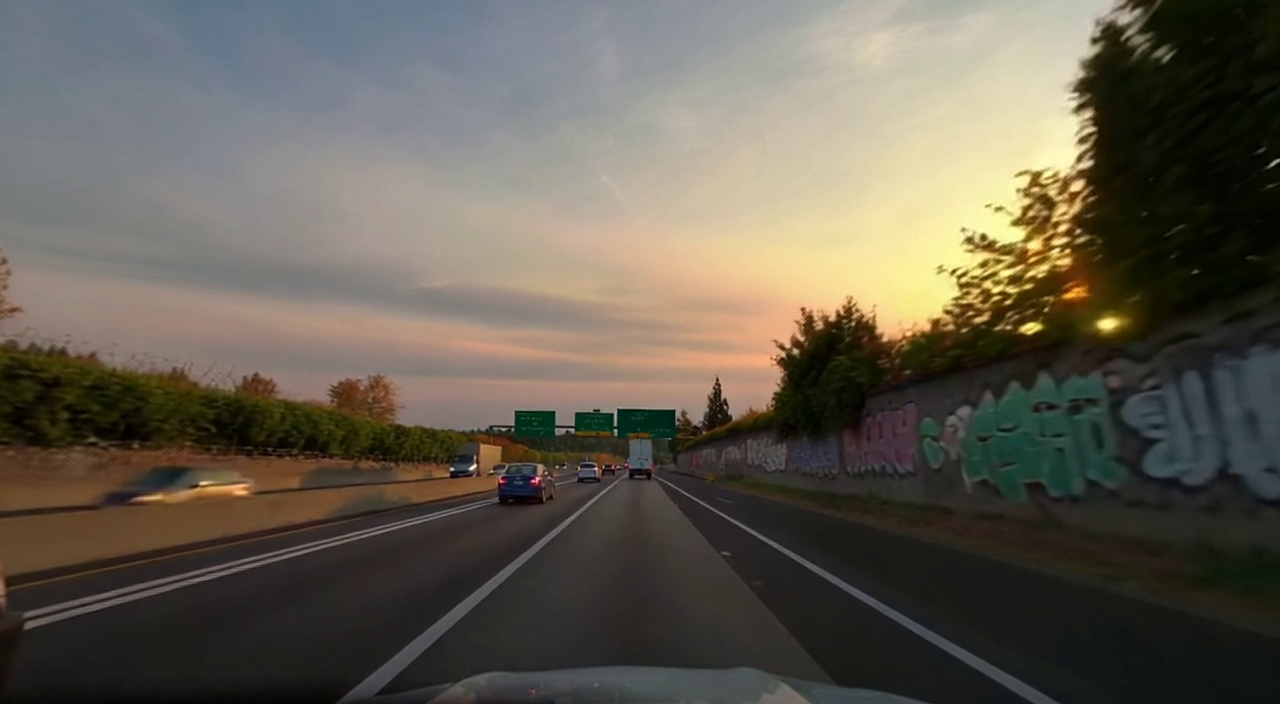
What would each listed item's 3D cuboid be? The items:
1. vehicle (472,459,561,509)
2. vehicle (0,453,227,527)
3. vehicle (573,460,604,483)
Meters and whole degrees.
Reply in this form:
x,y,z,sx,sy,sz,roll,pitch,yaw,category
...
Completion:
x,y,z,sx,sy,sz,roll,pitch,yaw,category
-3.960,4.355,21.037,2.054,1.443,4.131,0,-10,1,vehicle
-12.449,3.281,15.360,1.874,1.514,4.246,1,-10,-1,vehicle
-3.903,9.141,48.255,2.032,1.625,4.023,0,-10,0,vehicle
